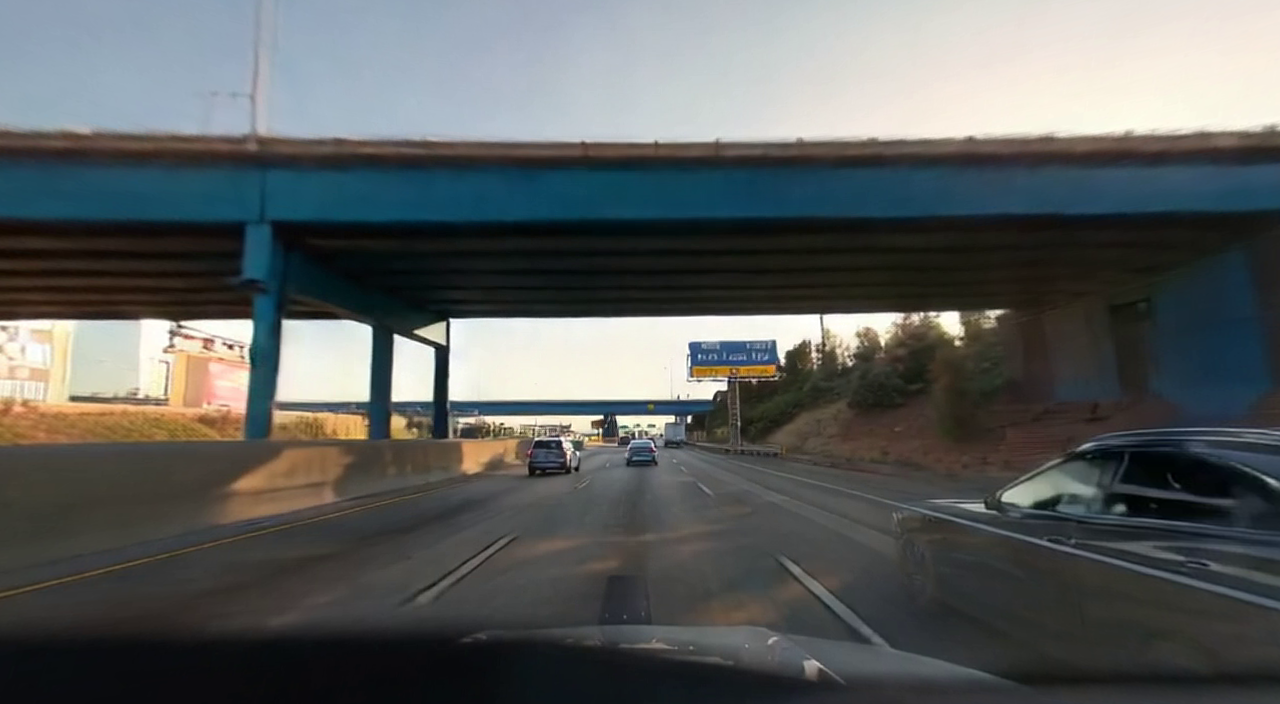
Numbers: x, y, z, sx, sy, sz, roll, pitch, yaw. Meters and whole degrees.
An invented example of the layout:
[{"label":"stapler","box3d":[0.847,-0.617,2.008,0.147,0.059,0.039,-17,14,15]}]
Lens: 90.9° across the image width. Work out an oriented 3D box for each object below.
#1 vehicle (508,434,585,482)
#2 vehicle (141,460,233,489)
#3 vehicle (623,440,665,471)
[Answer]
[{"label":"vehicle","box3d":[-3.329,3.896,23.385,2.064,1.589,4.213,0,-8,2]},{"label":"vehicle","box3d":[-35.259,9.535,49.380,2.649,1.971,5.971,0,-8,1]},{"label":"vehicle","box3d":[0.175,4.922,30.288,1.877,1.386,3.872,0,-8,0]}]
